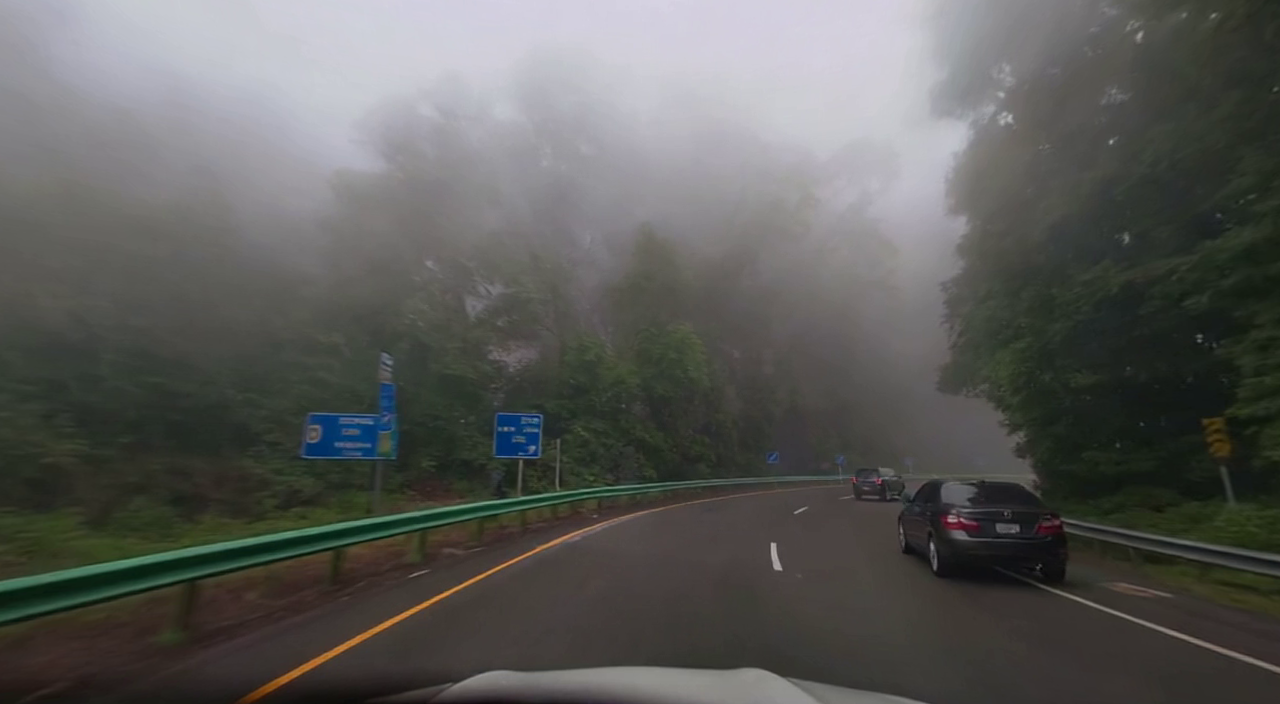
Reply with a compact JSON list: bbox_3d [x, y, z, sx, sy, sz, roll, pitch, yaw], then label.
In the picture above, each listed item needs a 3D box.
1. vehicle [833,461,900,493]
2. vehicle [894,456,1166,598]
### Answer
[{"bbox_3d":[11.624,6.372,32.187,1.992,1.503,3.793,-8,-13,38],"label":"vehicle"},{"bbox_3d":[5.446,2.447,9.592,2.023,1.593,4.105,-1,-10,10],"label":"vehicle"}]
